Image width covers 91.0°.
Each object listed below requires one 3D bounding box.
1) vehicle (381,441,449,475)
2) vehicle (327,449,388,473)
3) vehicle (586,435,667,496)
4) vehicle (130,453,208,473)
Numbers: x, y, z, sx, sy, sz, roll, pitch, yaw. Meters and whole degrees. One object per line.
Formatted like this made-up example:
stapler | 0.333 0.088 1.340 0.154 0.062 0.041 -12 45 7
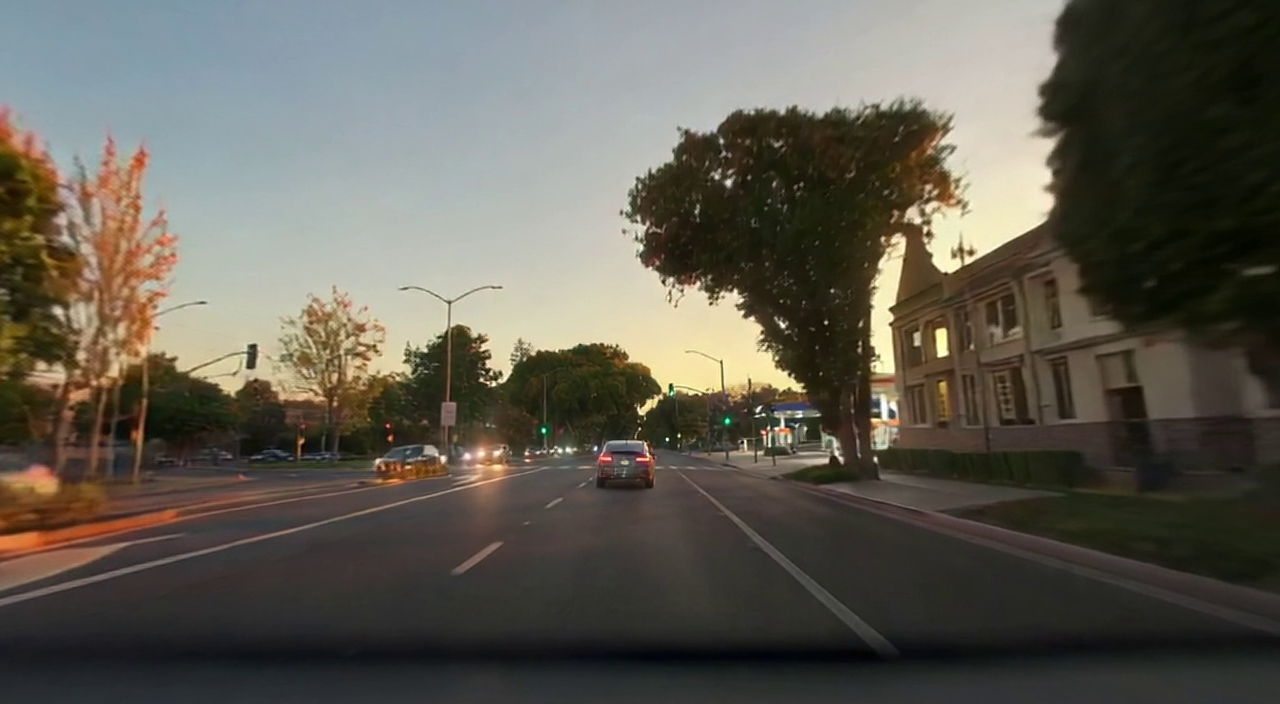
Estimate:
vehicle | -12.067 5.708 34.074 1.999 1.695 4.334 0 -8 1
vehicle | -19.621 7.563 43.982 1.961 1.504 4.682 0 -8 1
vehicle | -0.364 3.197 18.210 2.062 1.519 4.214 1 -8 0
vehicle | -36.927 8.715 49.420 4.377 1.521 1.965 2 -8 -8
